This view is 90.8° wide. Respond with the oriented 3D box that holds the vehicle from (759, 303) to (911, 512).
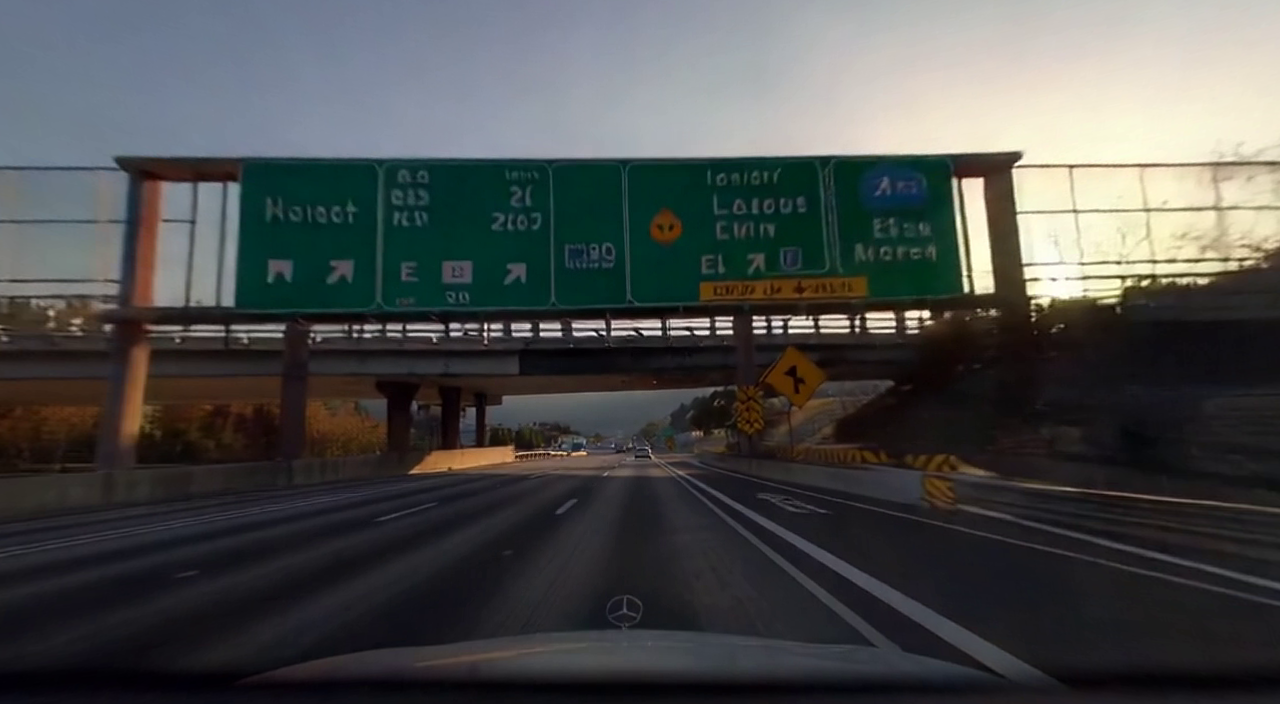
[{"bbox_3d":[4.079,1.336,14.097,1.697,3.935,4.195,-1,-9,-2],"label":"vehicle"}]
